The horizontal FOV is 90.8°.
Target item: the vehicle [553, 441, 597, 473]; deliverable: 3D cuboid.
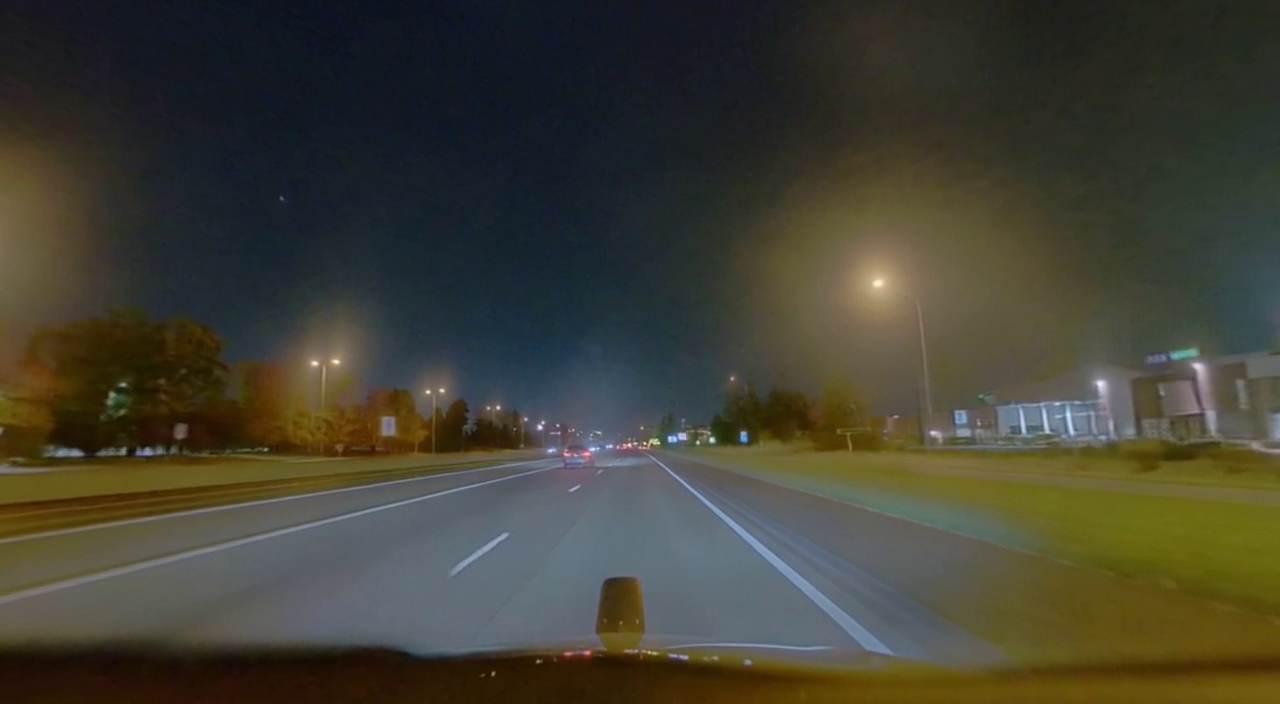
[{"bbox_3d":[-3.872,6.348,38.423,2.150,1.761,4.697,0,-8,0],"label":"vehicle"}]
